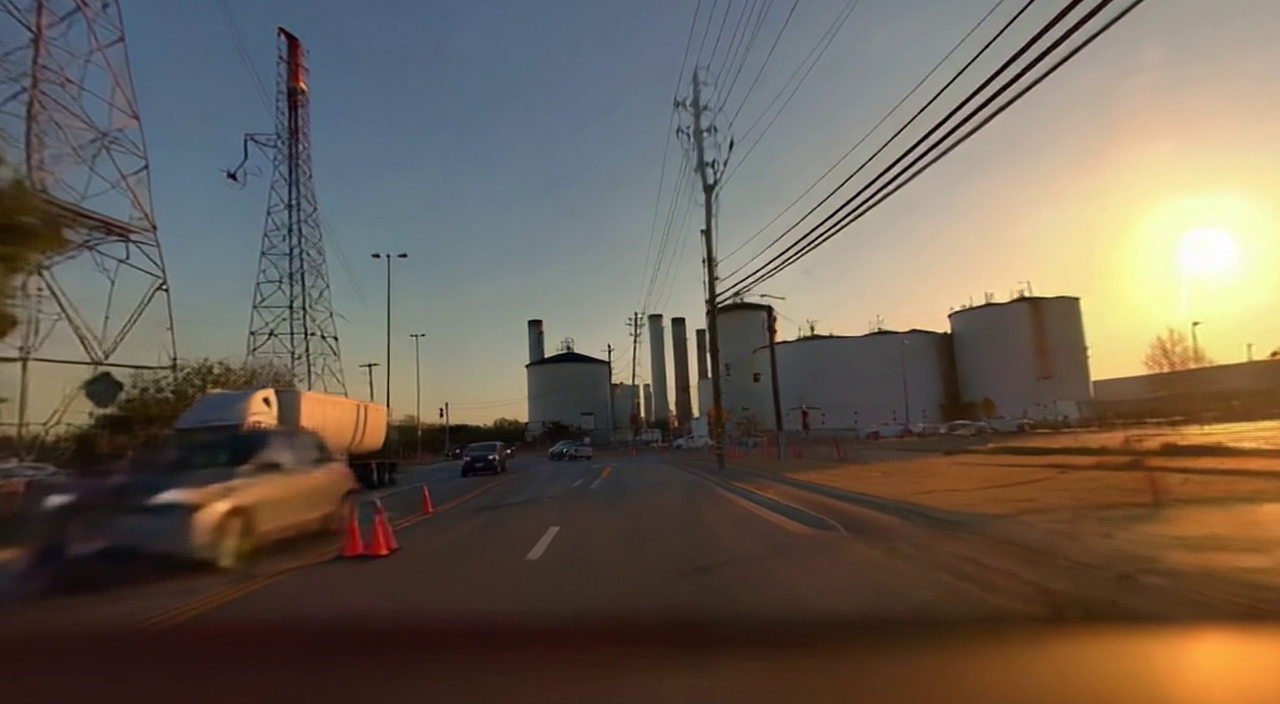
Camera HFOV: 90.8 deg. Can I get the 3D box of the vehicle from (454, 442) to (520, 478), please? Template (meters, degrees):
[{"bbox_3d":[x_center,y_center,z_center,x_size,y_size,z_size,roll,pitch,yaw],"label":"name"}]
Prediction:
[{"bbox_3d":[-6.732,4.795,28.339,2.117,1.484,4.544,0,-9,-4],"label":"vehicle"}]

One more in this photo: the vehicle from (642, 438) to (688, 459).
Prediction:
[{"bbox_3d":[1.944,7.340,48.021,2.053,1.477,4.218,-4,-9,25],"label":"vehicle"}]

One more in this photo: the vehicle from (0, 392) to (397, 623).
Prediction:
[{"bbox_3d":[-5.152,1.616,7.691,2.282,1.809,5.297,0,-8,0],"label":"vehicle"}]

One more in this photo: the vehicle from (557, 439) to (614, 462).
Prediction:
[{"bbox_3d":[-4.143,7.587,48.797,1.944,1.645,4.701,-5,-10,32],"label":"vehicle"}]
